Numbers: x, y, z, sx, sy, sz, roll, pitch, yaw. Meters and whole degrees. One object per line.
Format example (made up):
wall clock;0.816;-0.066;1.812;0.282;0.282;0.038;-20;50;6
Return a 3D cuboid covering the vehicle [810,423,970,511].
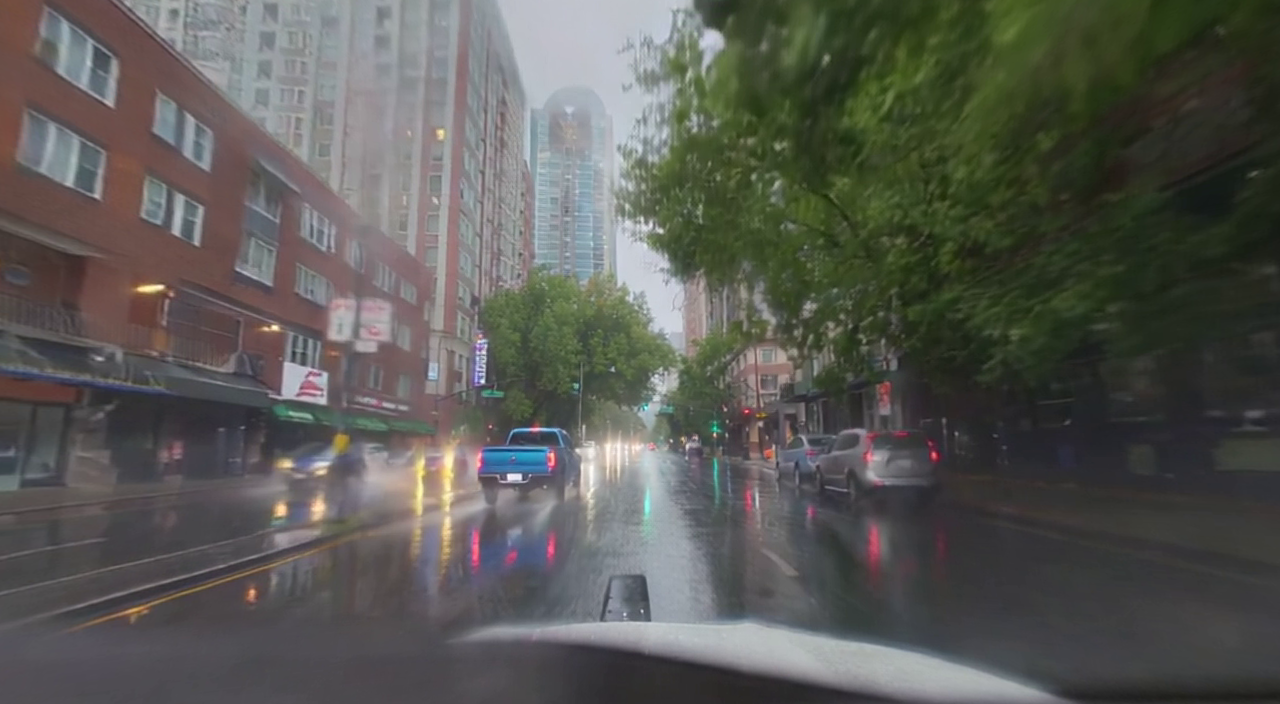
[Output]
vehicle;5.964;2.810;15.853;2.043;1.841;4.842;0;-9;1

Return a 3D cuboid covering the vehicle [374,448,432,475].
vehicle;-15.819;7.312;42.419;2.100;1.596;4.739;-2;-9;0

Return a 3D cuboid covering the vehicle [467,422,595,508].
vehicle;-2.490;2.800;16.021;2.197;1.786;5.365;-1;-9;1

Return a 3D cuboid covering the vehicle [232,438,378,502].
vehicle;-10.054;3.560;19.411;2.013;1.704;4.364;-1;-9;1
